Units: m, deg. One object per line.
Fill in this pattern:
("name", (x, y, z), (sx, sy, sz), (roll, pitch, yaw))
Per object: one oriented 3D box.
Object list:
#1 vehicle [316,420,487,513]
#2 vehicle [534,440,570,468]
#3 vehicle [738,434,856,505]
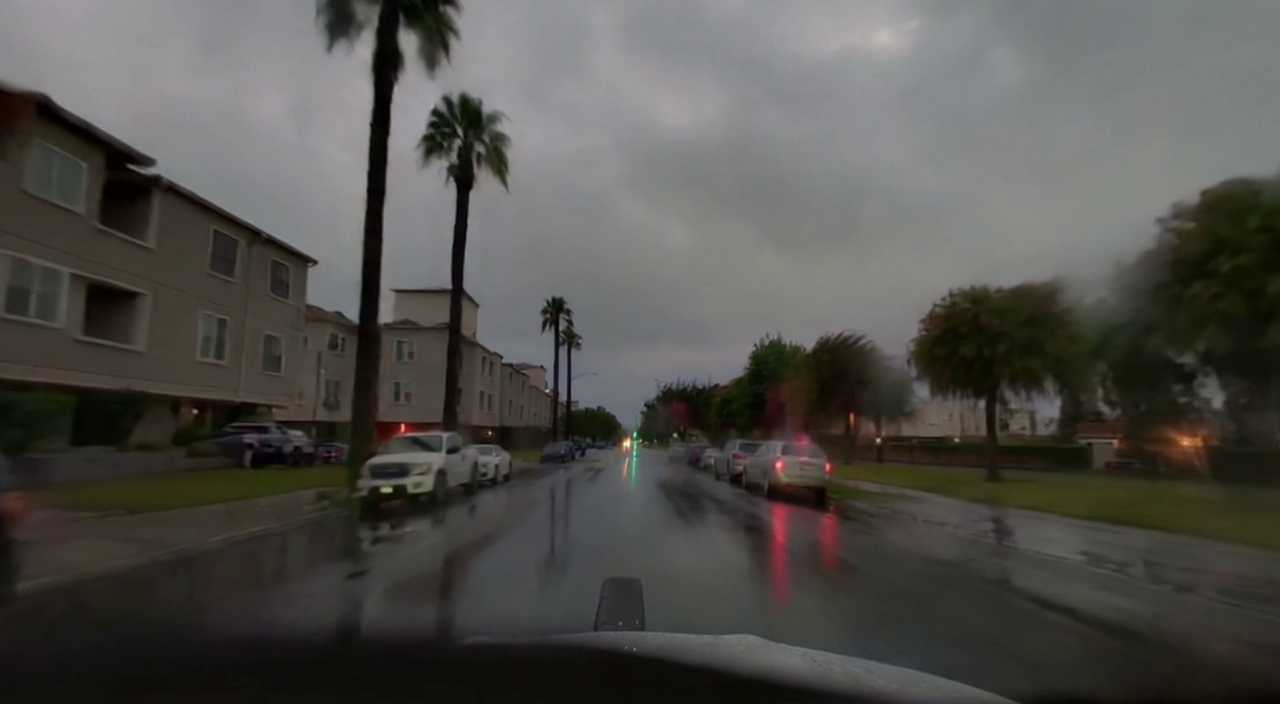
("vehicle", (-5.681, 2.834, 16.090), (2.358, 1.905, 5.615), (0, -9, -2))
("vehicle", (-6.035, 7.012, 43.665), (1.947, 1.806, 4.413), (1, -8, -2))
("vehicle", (4.390, 3.351, 18.539), (1.969, 1.782, 4.677), (0, -9, -4))
